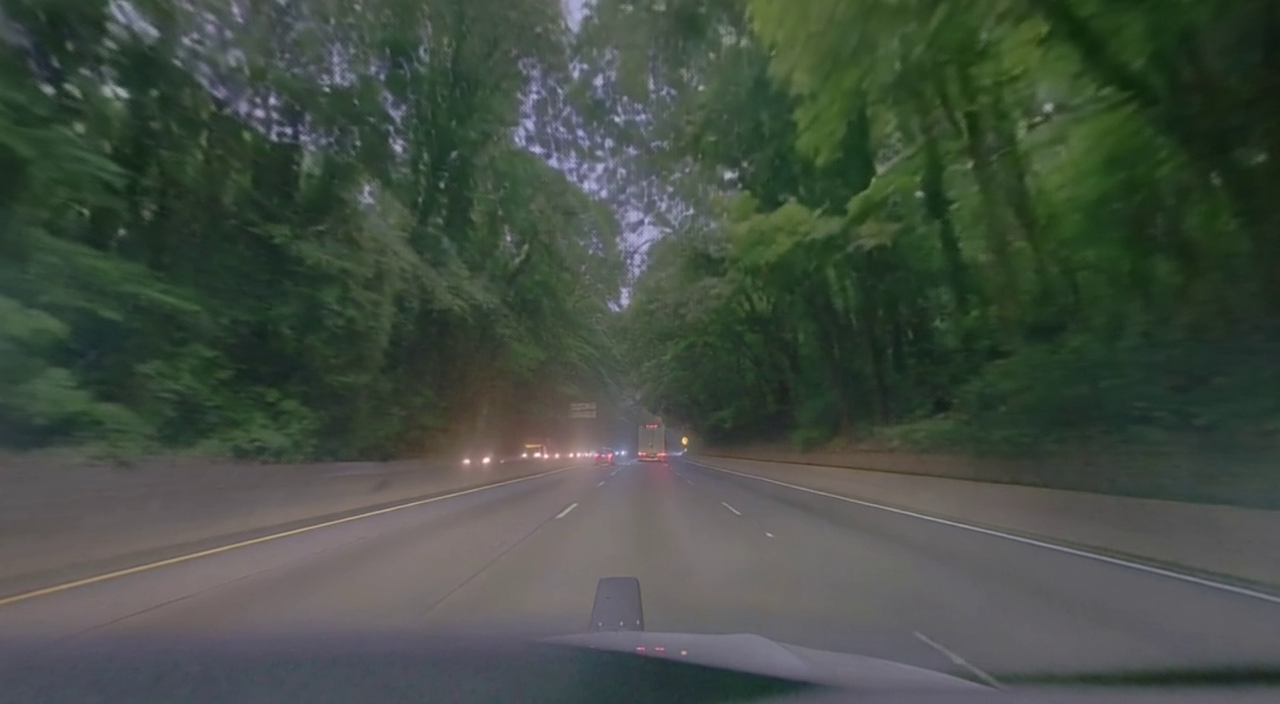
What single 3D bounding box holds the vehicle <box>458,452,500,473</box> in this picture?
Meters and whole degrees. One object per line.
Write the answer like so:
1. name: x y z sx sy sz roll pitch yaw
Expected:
1. vehicle: -11.691 8.045 46.020 1.953 1.454 3.938 0 -9 1
